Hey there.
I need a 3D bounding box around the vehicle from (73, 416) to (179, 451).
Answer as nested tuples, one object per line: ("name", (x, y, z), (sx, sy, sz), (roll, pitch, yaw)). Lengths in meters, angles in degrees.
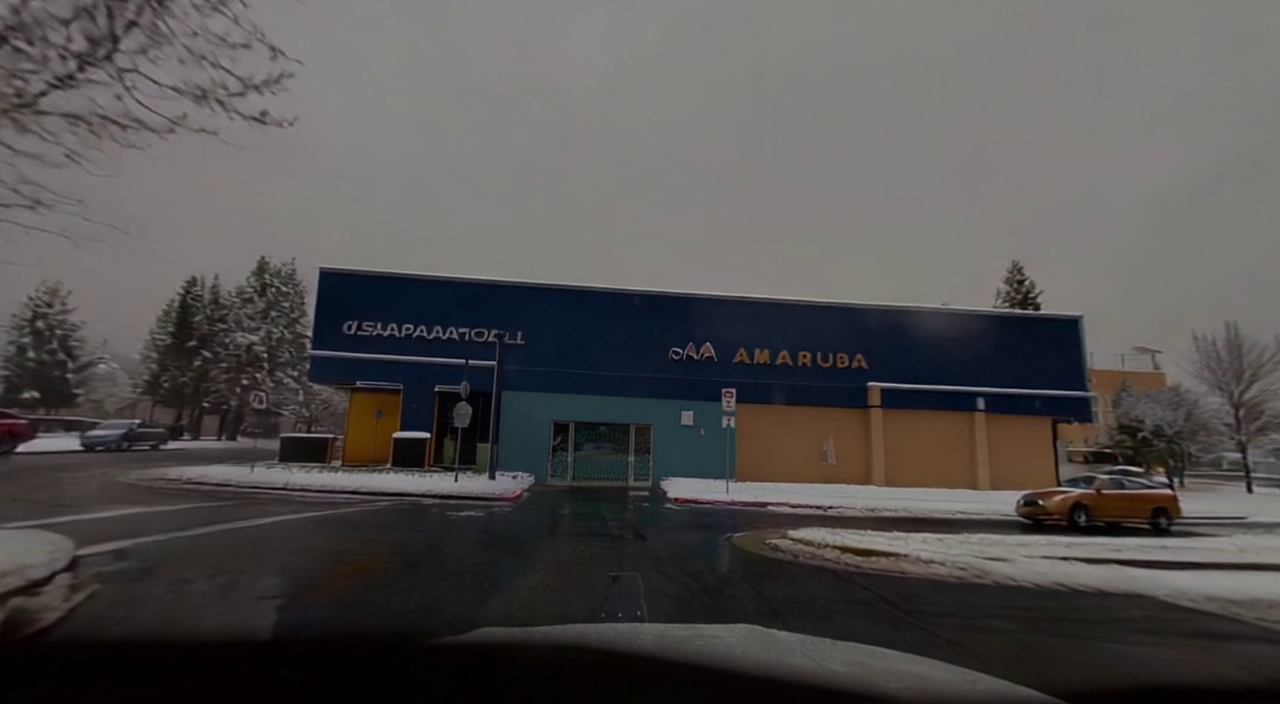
("vehicle", (-25.113, 4.013, 30.935), (1.870, 1.563, 4.039), (0, -8, -2))
